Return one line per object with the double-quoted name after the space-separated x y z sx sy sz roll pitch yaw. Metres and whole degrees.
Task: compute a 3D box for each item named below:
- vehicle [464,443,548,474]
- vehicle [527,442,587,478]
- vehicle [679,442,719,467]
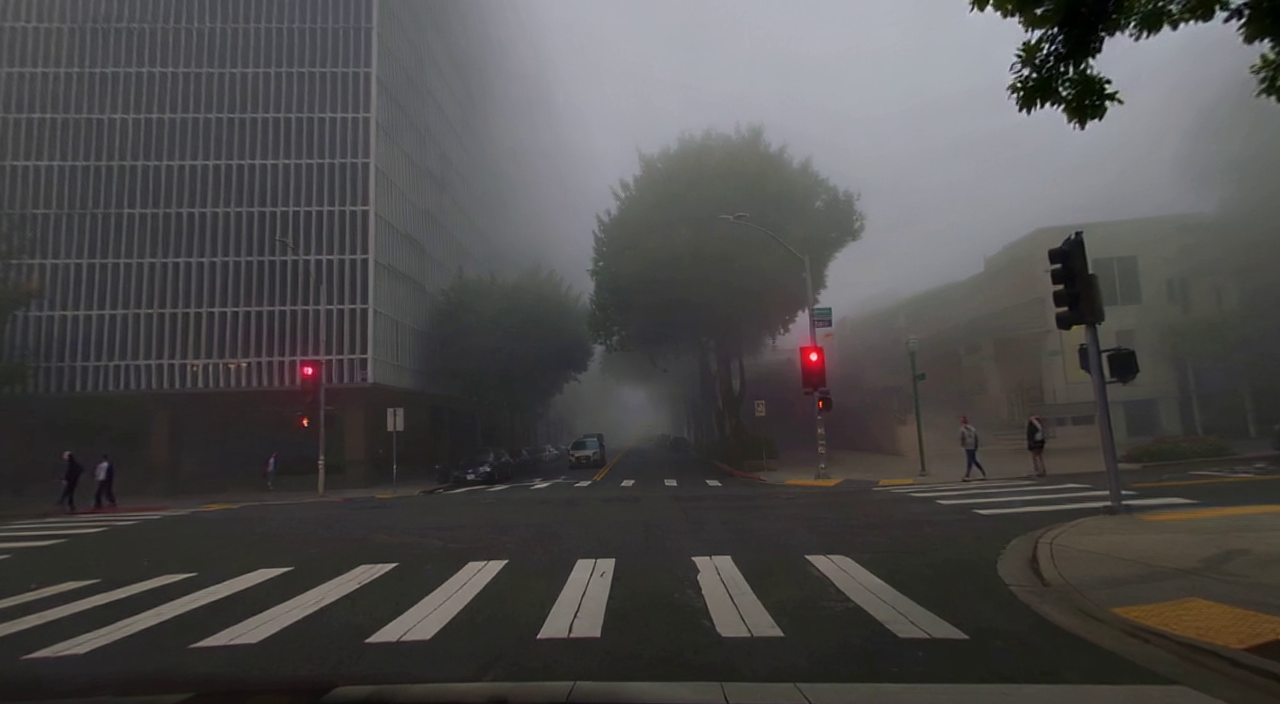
-8.018 6.375 38.013 1.963 1.726 4.526 -8 -12 44 "vehicle"
-3.654 4.816 28.492 1.989 1.481 4.500 0 -8 1 "vehicle"
3.555 6.277 38.865 1.853 1.426 4.160 1 -8 -3 "vehicle"
